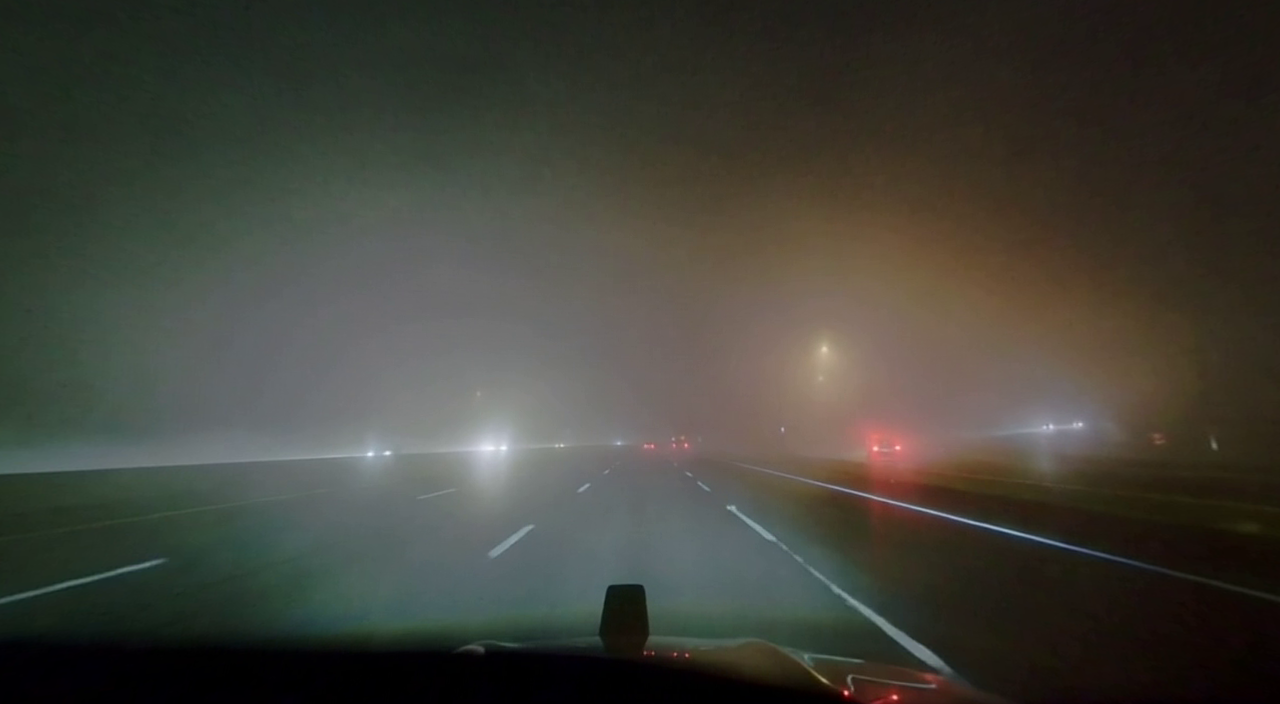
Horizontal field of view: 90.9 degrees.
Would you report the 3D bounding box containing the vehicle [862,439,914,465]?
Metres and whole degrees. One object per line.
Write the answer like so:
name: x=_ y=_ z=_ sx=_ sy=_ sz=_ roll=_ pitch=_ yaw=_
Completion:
vehicle: x=16.880 y=6.794 z=43.047 sx=2.039 sy=1.658 sz=4.457 roll=-1 pitch=-8 yaw=5
